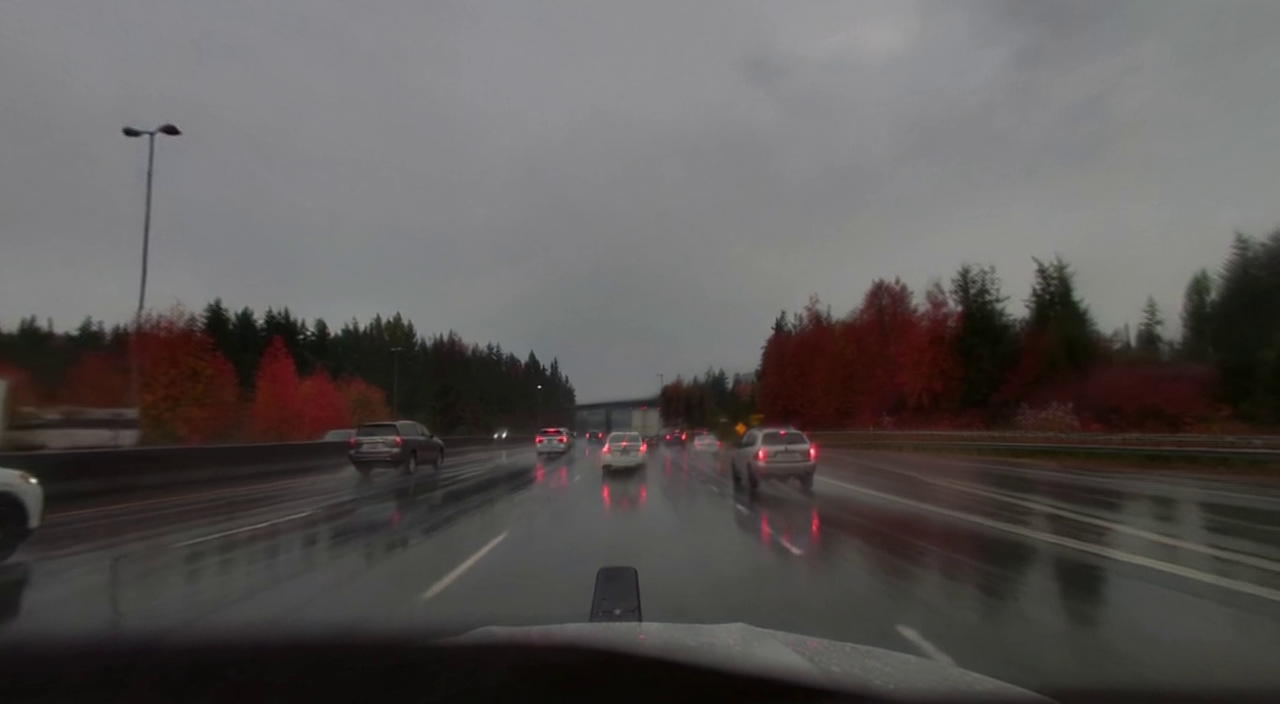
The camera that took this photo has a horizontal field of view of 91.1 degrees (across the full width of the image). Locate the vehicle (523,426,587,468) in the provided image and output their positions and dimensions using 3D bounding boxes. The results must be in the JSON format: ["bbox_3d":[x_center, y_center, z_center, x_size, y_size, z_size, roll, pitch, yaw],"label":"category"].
[{"bbox_3d":[-3.572,4.067,27.192,2.064,1.672,4.277,0,-8,1],"label":"vehicle"}]

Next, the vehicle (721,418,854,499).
[{"bbox_3d":[3.333,2.496,15.199,2.095,1.650,4.331,0,-8,-1],"label":"vehicle"}]

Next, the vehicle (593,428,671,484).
[{"bbox_3d":[-0.197,3.097,19.197,2.111,1.494,4.364,0,-8,1],"label":"vehicle"}]

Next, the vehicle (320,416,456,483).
[{"bbox_3d":[-7.464,2.948,19.266,2.117,1.779,4.745,0,-8,1],"label":"vehicle"}]

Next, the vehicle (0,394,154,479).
[{"bbox_3d":[-22.769,3.251,24.134,2.737,2.804,6.776,0,-8,0],"label":"vehicle"}]
